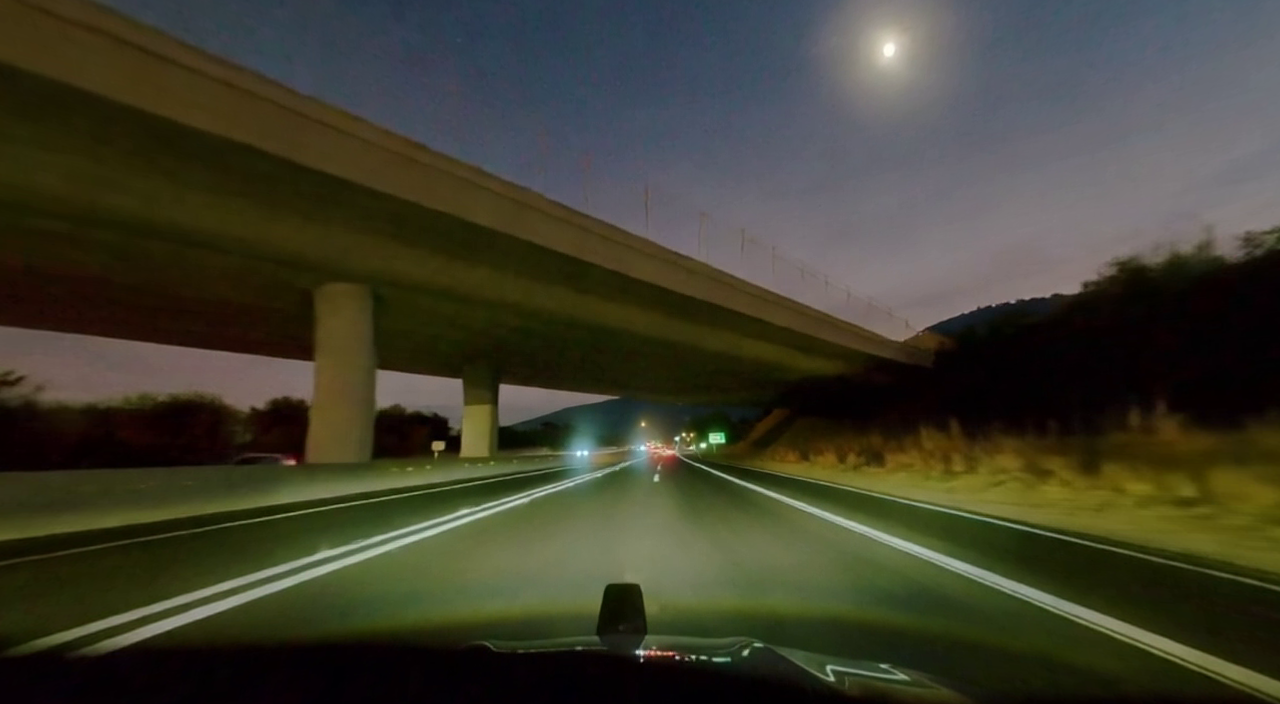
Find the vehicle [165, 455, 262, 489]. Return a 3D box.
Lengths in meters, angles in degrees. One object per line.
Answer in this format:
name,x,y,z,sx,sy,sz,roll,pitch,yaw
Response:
vehicle,-20.842,5.840,31.025,1.830,1.521,4.062,0,-9,1
